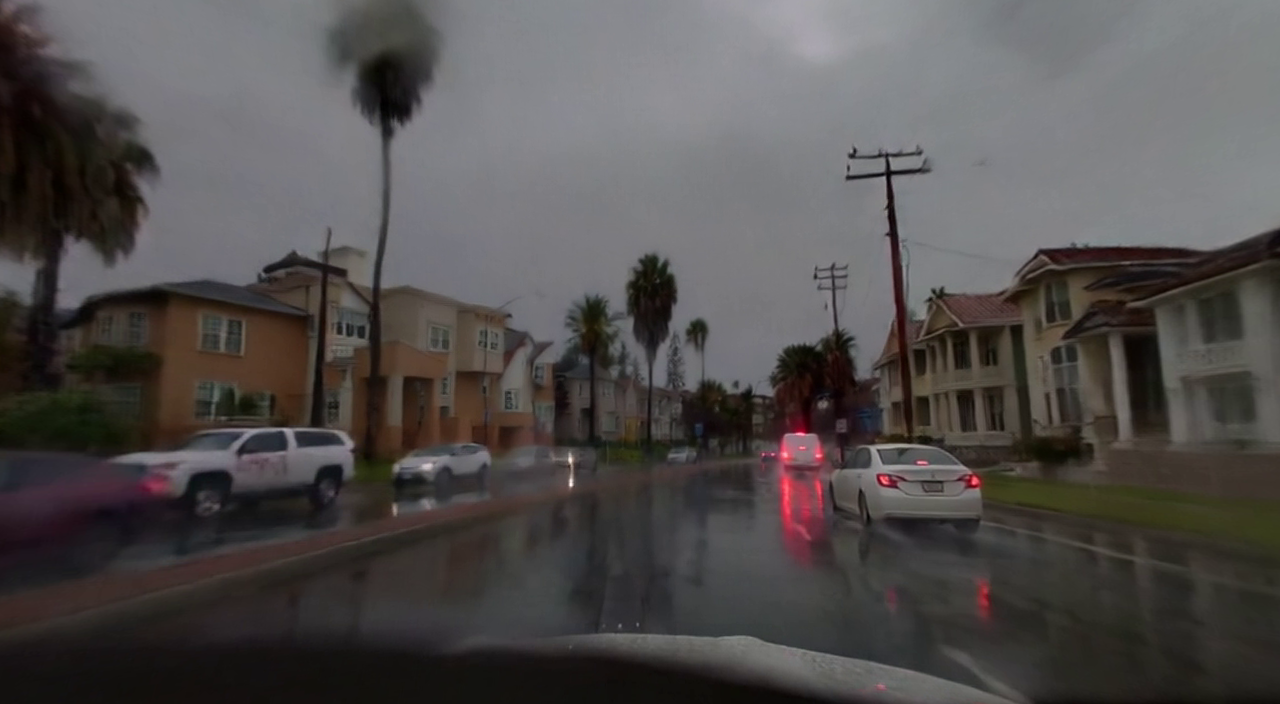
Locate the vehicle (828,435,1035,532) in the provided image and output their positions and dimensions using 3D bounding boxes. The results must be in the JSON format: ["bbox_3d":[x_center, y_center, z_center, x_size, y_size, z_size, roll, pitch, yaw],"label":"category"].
[{"bbox_3d":[5.433,2.496,12.622,2.096,1.552,4.519,0,-9,2],"label":"vehicle"}]

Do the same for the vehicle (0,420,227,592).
[{"bbox_3d":[-6.628,1.403,5.894,1.959,1.515,4.668,-1,-6,8],"label":"vehicle"}]

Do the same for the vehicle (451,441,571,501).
[{"bbox_3d":[-3.940,3.710,20.225,2.081,1.453,4.698,-4,-6,11],"label":"vehicle"}]

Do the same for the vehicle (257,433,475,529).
[{"bbox_3d":[-5.080,2.413,12.479,1.852,1.498,4.238,-4,-8,11],"label":"vehicle"}]

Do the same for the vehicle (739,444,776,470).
[{"bbox_3d":[7.594,6.705,40.582,1.923,1.576,4.026,-2,-9,15],"label":"vehicle"}]

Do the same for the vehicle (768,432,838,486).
[{"bbox_3d":[6.647,4.408,26.263,2.109,2.002,4.424,-1,-9,6],"label":"vehicle"}]
